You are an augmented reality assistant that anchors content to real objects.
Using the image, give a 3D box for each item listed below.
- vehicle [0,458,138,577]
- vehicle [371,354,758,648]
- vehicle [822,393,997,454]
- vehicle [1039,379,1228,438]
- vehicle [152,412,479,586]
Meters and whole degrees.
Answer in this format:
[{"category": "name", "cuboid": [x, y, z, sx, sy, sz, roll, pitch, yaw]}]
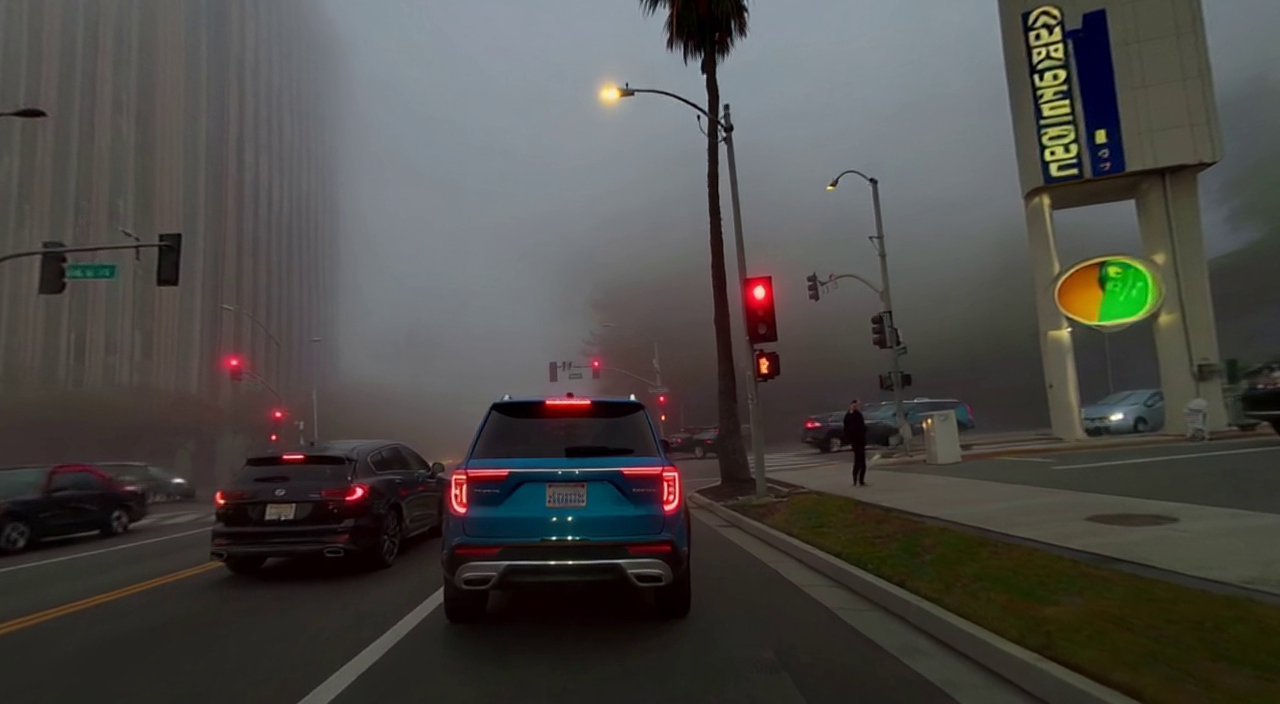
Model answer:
[{"category": "vehicle", "cuboid": [-11.528, 2.846, 11.522, 2.331, 1.708, 4.660, 3, -9, -21]}, {"category": "vehicle", "cuboid": [-0.592, 1.317, 6.646, 2.519, 1.913, 4.819, 0, -8, -3]}, {"category": "vehicle", "cuboid": [9.588, 2.618, 22.819, 5.307, 2.076, 2.122, 0, -8, -4]}, {"category": "vehicle", "cuboid": [17.912, 2.101, 23.140, 5.033, 1.999, 2.259, 0, -8, -3]}, {"category": "vehicle", "cuboid": [-3.842, 1.821, 8.825, 2.097, 1.692, 5.030, 0, -8, -3]}]
